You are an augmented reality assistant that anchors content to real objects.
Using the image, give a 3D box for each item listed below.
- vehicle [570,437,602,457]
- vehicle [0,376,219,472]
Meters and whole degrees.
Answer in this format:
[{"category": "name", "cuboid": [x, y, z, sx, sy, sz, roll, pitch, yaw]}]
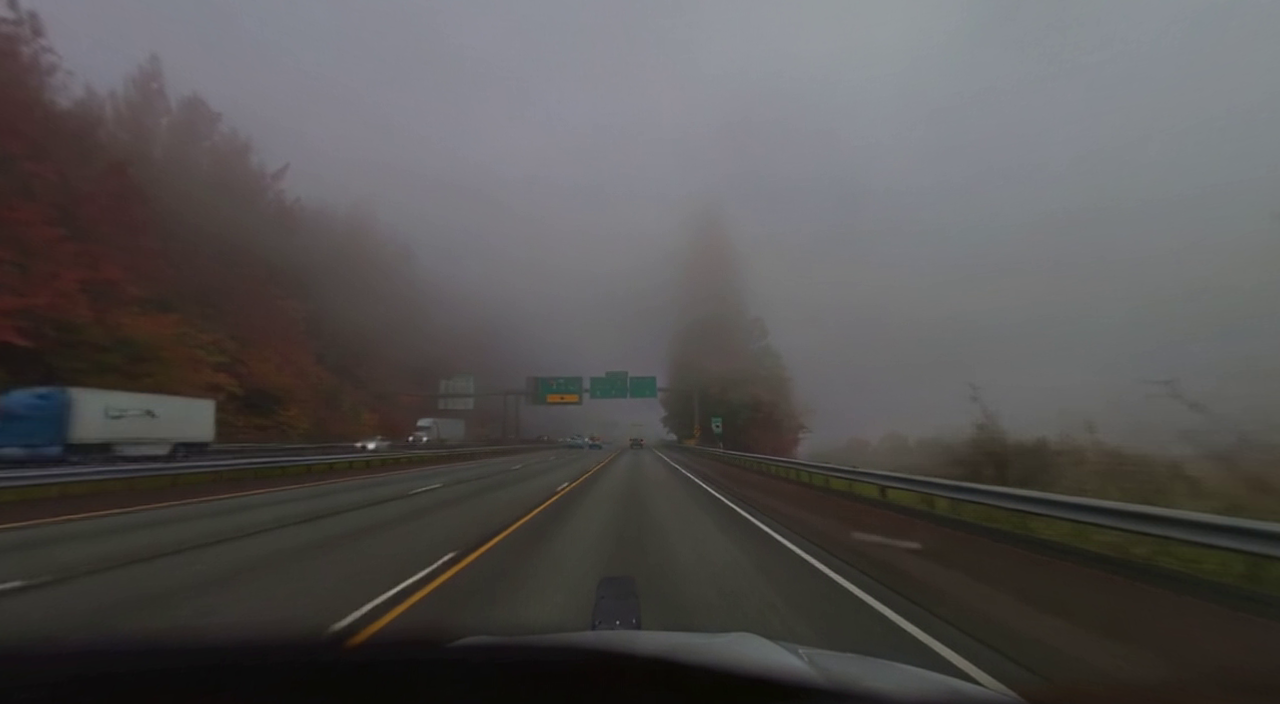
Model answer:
[{"category": "vehicle", "cuboid": [-4.200, 7.461, 49.460, 2.004, 1.497, 4.260, 0, -8, 1]}, {"category": "vehicle", "cuboid": [-29.003, 4.025, 33.844, 2.913, 4.084, 14.009, 0, -8, 0]}]
